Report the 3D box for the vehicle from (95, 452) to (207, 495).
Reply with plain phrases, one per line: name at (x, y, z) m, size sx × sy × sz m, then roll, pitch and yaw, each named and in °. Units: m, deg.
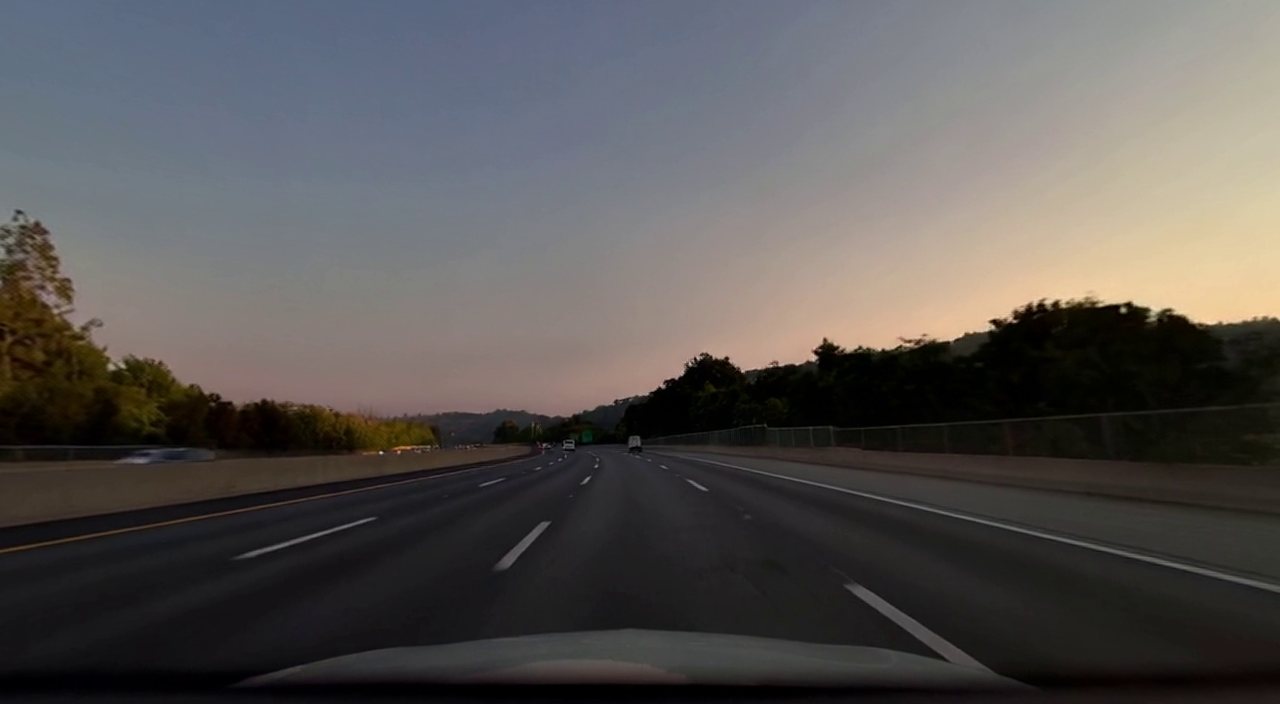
vehicle at (-22.255, 5.505, 28.932) m, size 1.756 × 1.461 × 4.205 m, roll 3°, pitch -6°, yaw -1°
